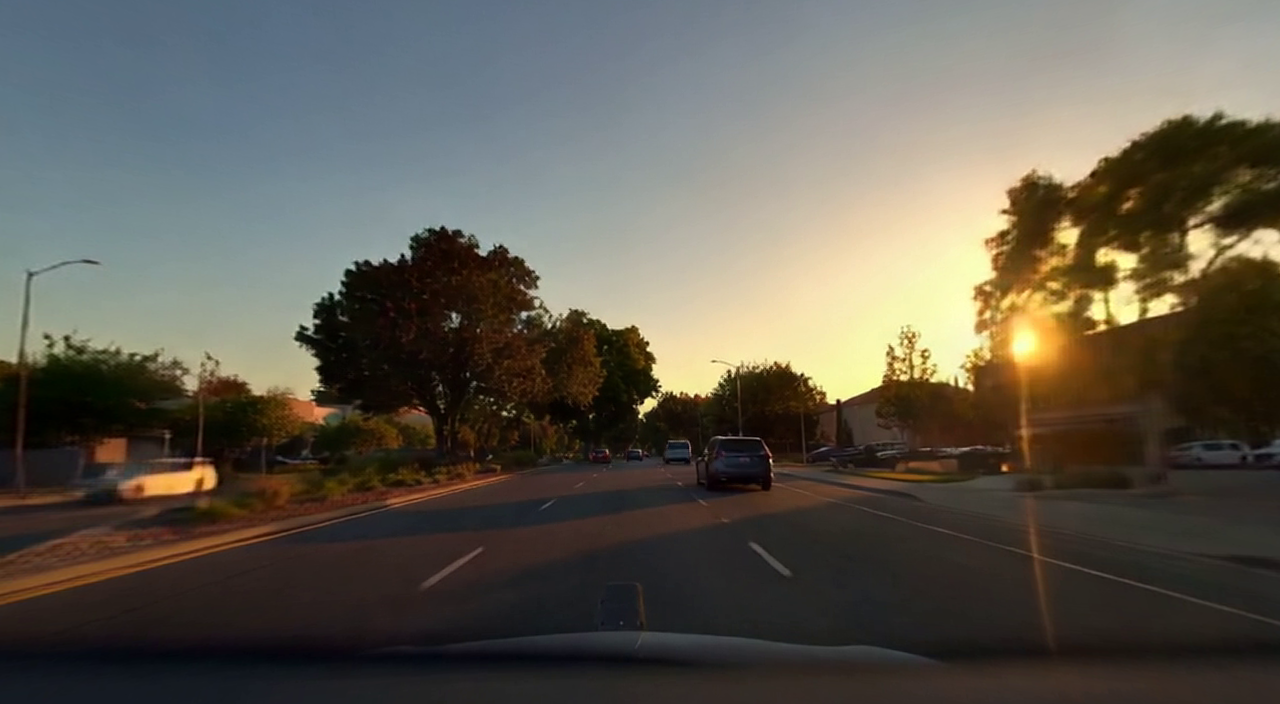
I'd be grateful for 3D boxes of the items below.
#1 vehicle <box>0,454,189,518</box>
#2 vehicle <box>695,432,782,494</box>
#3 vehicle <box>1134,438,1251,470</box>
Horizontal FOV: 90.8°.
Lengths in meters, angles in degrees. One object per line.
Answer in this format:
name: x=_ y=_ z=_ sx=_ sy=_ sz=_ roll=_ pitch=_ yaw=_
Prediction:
vehicle: x=-16.254 y=3.910 z=18.996 sx=1.988 sy=1.619 sz=4.561 roll=0 pitch=-9 yaw=0
vehicle: x=3.122 y=3.644 z=21.011 sx=2.060 sy=1.816 sz=4.343 roll=0 pitch=-9 yaw=-2
vehicle: x=30.338 y=5.586 z=34.788 sx=4.607 sy=1.683 sz=2.217 roll=1 pitch=-9 yaw=-8
